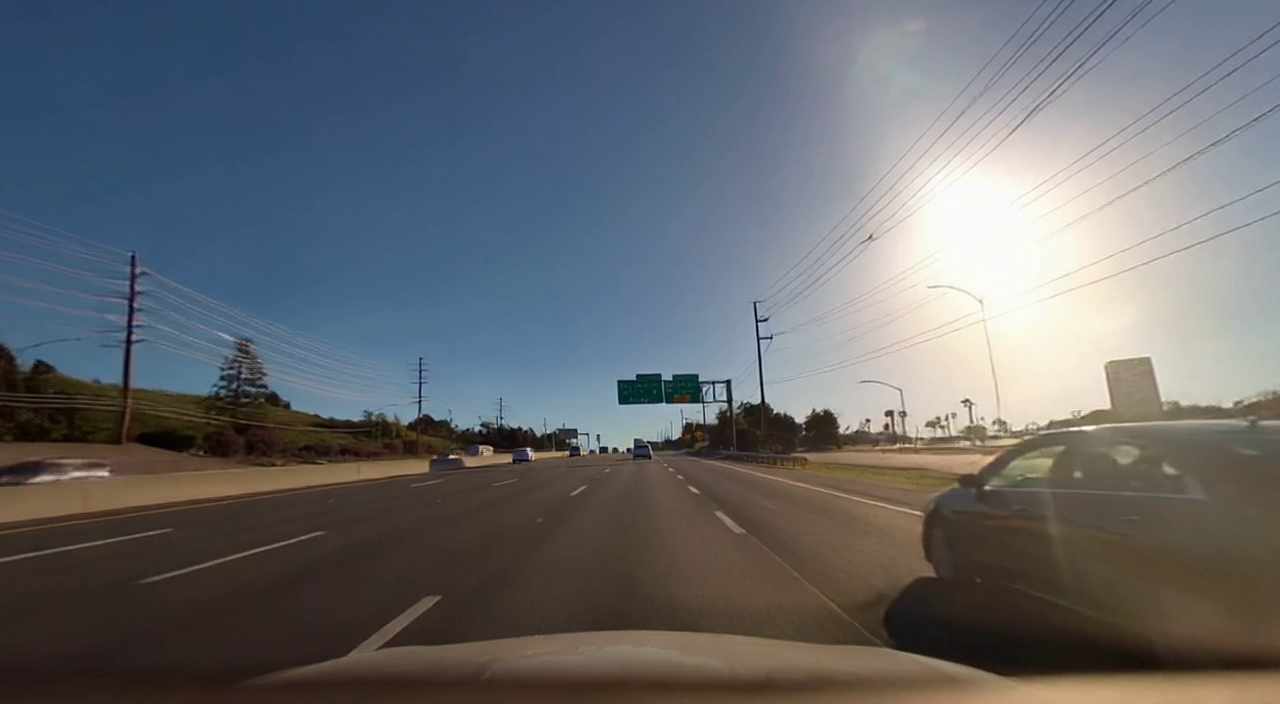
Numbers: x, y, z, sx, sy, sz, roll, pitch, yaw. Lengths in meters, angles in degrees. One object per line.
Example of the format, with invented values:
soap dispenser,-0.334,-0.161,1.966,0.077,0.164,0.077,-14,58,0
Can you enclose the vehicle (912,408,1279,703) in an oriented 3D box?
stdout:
vehicle,3.502,1.134,3.431,2.060,1.526,4.387,0,-8,0

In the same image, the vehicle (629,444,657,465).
vehicle,0.215,7.806,48.227,2.036,1.474,3.969,0,-8,0
